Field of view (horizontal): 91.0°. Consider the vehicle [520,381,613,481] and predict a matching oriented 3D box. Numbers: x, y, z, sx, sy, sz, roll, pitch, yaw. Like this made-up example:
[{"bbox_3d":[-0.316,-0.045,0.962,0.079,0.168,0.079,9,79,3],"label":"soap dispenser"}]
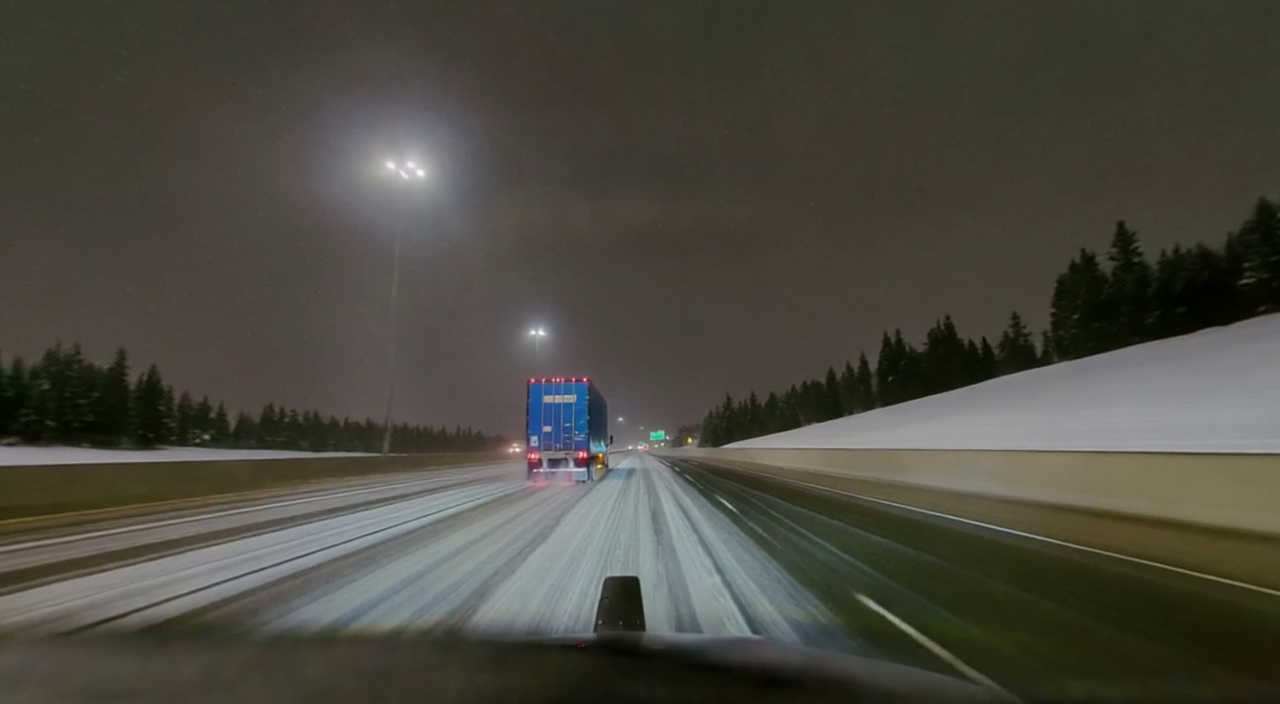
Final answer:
[{"bbox_3d":[-3.161,3.981,30.680,3.059,3.956,11.036,0,-9,1],"label":"vehicle"}]
